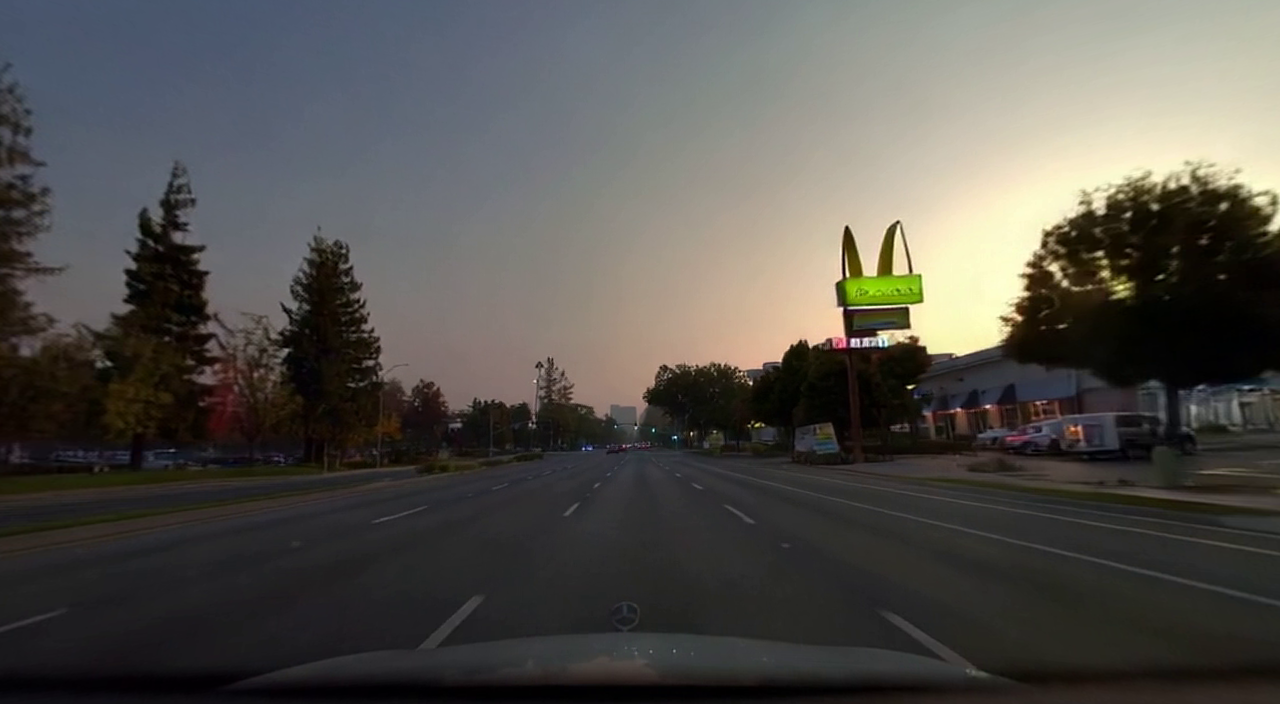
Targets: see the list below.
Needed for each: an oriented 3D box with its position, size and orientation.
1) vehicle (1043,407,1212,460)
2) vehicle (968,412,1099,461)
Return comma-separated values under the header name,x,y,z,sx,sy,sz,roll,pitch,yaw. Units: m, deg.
name,x,y,z,sx,sy,sz,roll,pitch,yaw
vehicle,26.484,4.485,34.554,7.147,2.712,2.343,0,-8,1
vehicle,26.306,5.657,42.474,6.937,2.503,2.325,-6,-8,2
